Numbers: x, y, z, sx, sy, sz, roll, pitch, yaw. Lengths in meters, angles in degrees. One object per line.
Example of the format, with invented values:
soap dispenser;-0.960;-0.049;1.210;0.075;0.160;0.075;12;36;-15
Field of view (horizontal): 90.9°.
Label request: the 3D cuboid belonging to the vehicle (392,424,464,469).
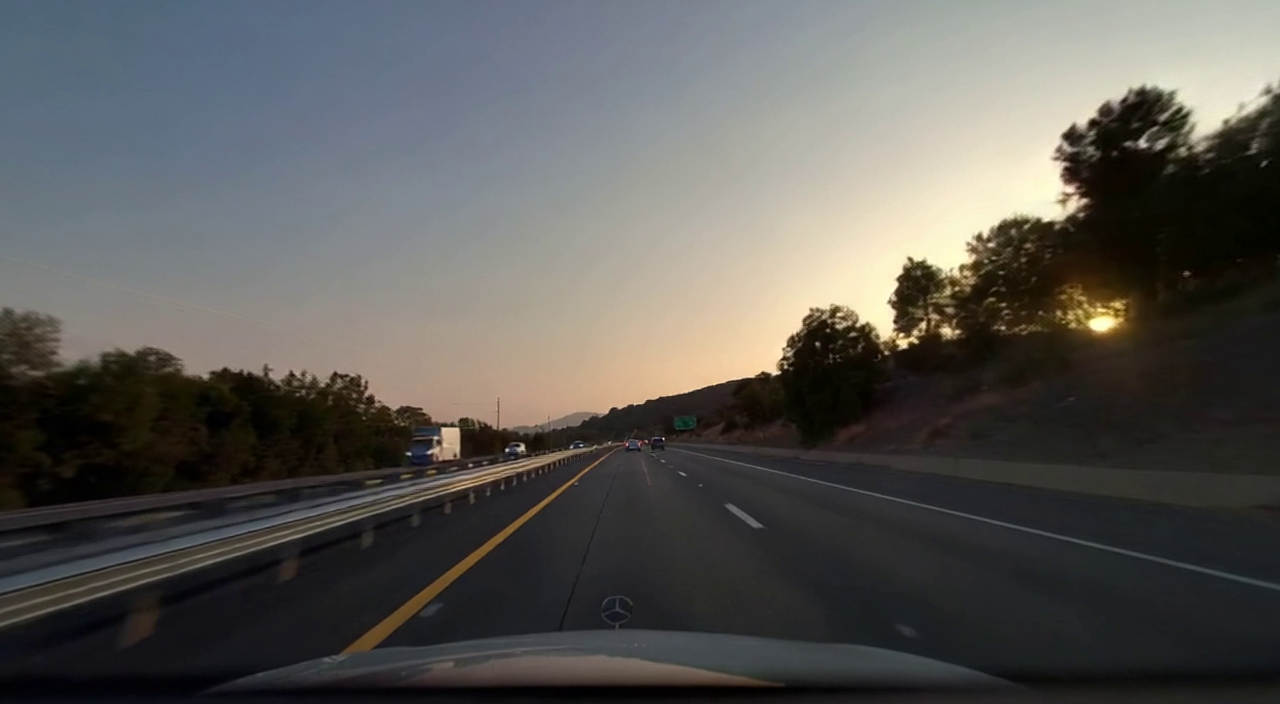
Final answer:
vehicle;-13.173;5.905;39.714;2.304;2.610;6.728;0;-8;-1
